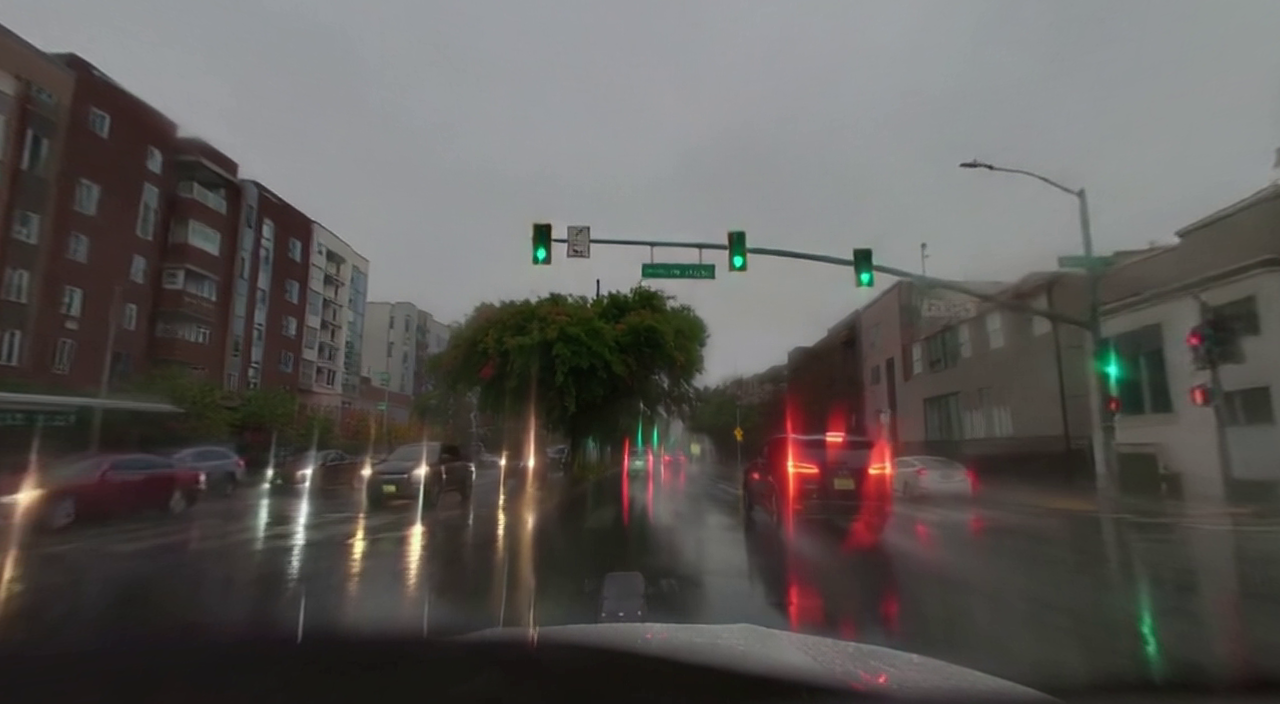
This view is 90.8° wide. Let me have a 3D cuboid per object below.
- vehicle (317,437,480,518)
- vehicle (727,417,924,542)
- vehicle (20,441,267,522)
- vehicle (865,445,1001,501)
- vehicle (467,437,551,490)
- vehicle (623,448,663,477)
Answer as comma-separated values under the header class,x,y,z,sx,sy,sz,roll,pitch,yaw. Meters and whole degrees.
class,x,y,z,sx,sy,sz,roll,pitch,yaw
vehicle,-5.520,2.941,15.269,2.062,1.532,4.830,-2,-9,0
vehicle,3.124,2.275,11.937,2.129,1.844,4.767,0,-9,-2
vehicle,-11.730,3.051,15.570,2.001,1.638,4.980,0,-9,1
vehicle,9.108,3.784,20.247,1.962,1.542,4.999,0,-9,0
vehicle,-4.955,4.298,24.760,2.275,1.816,4.923,0,-9,0
vehicle,0.126,6.054,34.937,2.059,1.492,4.033,0,-9,-1
